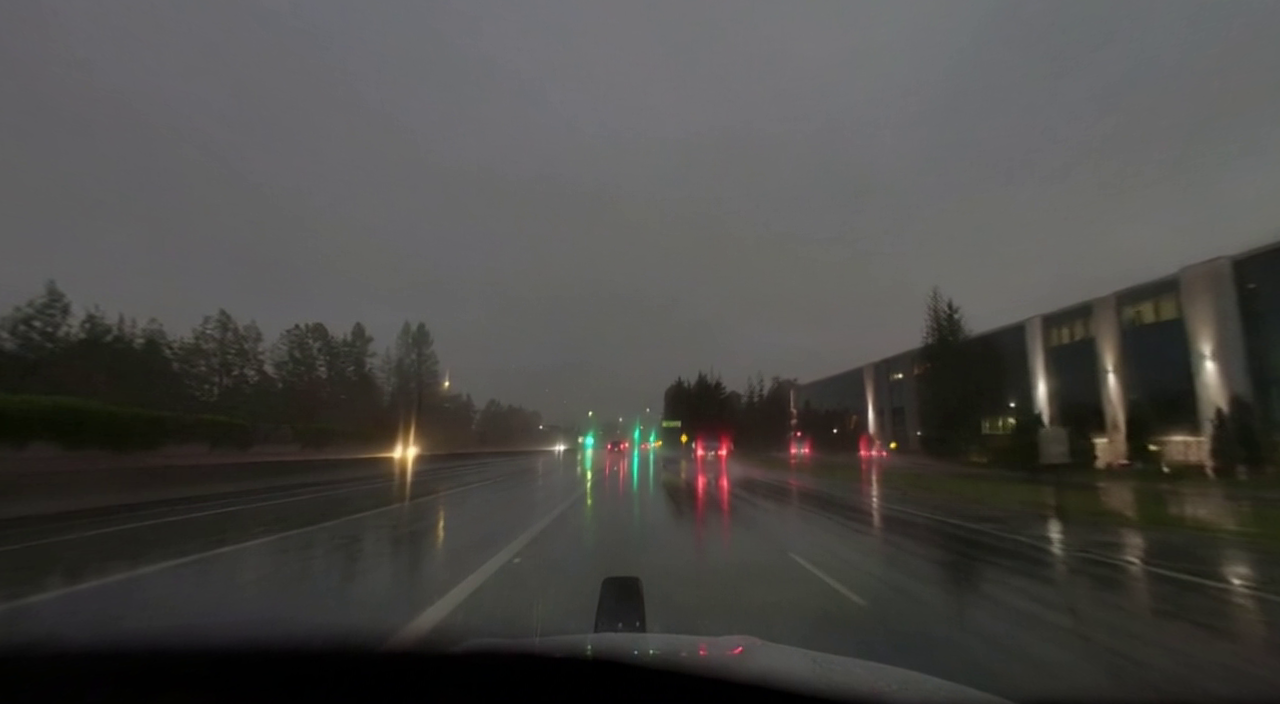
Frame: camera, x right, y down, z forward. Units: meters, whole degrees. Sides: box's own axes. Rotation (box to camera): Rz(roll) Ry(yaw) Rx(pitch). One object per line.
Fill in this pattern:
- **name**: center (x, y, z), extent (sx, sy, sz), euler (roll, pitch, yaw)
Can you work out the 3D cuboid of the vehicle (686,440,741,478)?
- **vehicle**: center (3.357, 5.004, 29.673), extent (2.085, 1.594, 4.848), euler (0, -9, 1)
